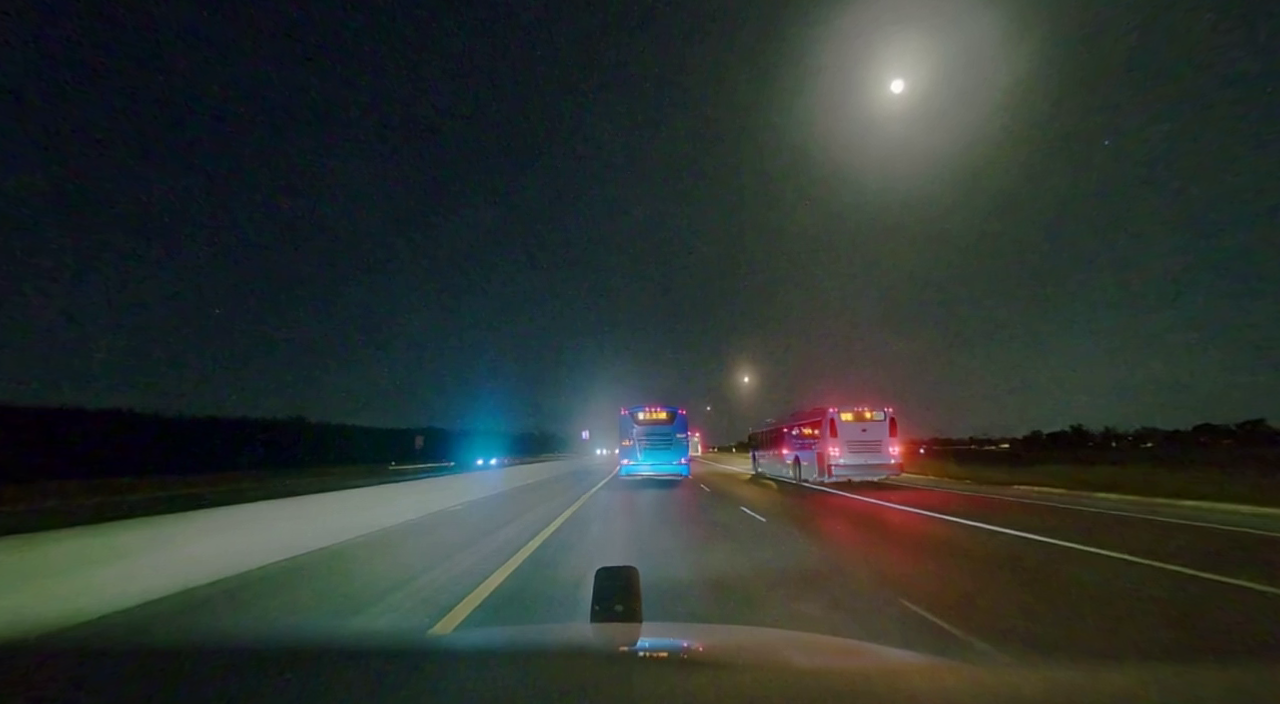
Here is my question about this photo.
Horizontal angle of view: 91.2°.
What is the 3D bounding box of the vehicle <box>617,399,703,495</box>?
[{"bbox_3d":[0.453,3.098,20.562,2.414,2.675,5.574,0,-9,-2],"label":"vehicle"}]
